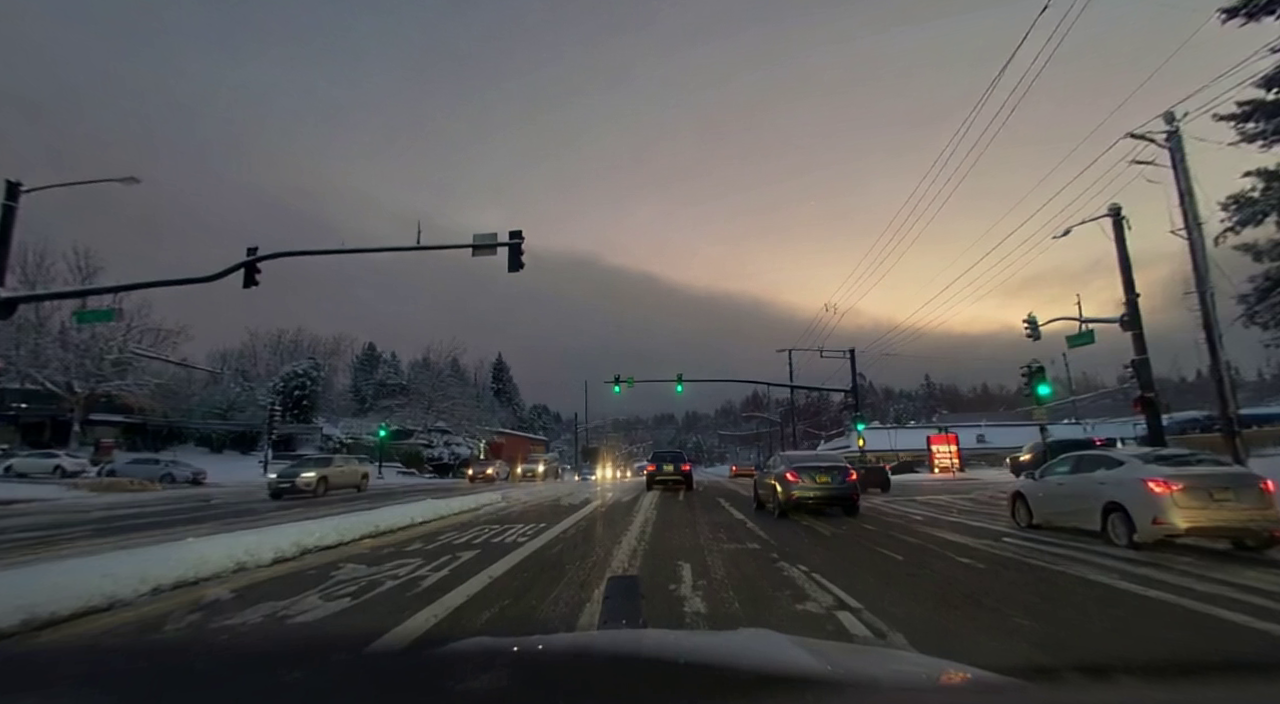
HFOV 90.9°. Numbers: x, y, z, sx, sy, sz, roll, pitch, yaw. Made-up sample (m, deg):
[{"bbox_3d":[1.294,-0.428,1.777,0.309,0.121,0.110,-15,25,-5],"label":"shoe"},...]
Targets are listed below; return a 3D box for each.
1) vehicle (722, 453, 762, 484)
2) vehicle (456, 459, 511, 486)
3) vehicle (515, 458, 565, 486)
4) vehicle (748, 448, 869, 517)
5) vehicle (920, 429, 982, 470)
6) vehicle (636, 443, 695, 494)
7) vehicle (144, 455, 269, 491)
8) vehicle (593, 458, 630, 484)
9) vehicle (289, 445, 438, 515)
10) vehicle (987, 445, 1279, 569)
[{"bbox_3d":[6.272,7.174,39.061,2.036,1.719,4.318,-1,-8,4],"label":"vehicle"},{"bbox_3d":[-9.865,7.627,40.163,1.938,1.506,4.771,-1,-8,5],"label":"vehicle"},{"bbox_3d":[-6.253,7.539,39.917,1.993,1.491,4.673,-1,-8,5],"label":"vehicle"},{"bbox_3d":[4.120,3.233,16.279,1.963,1.484,4.609,0,-8,1],"label":"vehicle"},{"bbox_3d":[20.193,6.298,40.838,2.521,2.491,5.455,-8,-11,35],"label":"vehicle"},{"bbox_3d":[1.110,4.678,25.759,2.210,1.861,4.280,-1,-8,4],"label":"vehicle"},{"bbox_3d":[-19.355,5.363,28.249,4.404,1.462,2.075,-2,-8,12],"label":"vehicle"},{"bbox_3d":[-2.011,8.675,46.226,2.041,1.494,4.647,-3,-6,5],"label":"vehicle"},{"bbox_3d":[-7.560,3.489,17.841,1.995,1.718,4.442,0,-8,3],"label":"vehicle"},{"bbox_3d":[7.668,2.200,9.921,1.911,1.466,4.572,0,-8,2],"label":"vehicle"}]
